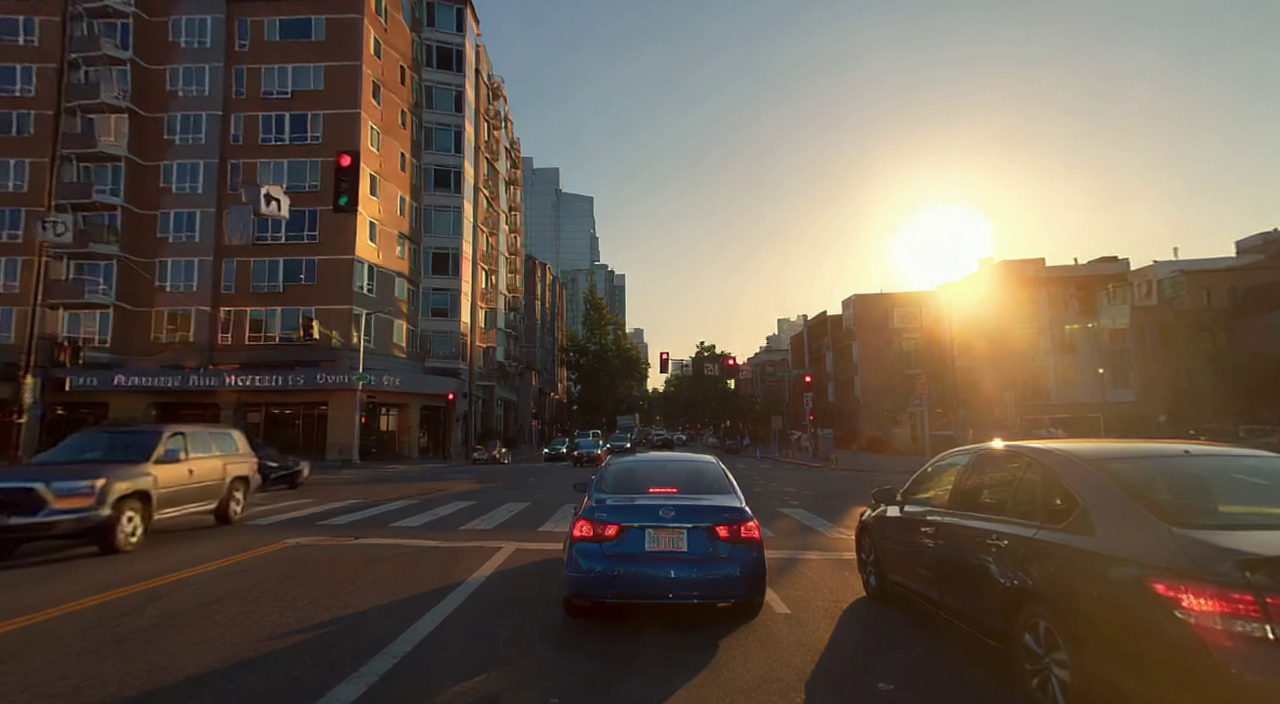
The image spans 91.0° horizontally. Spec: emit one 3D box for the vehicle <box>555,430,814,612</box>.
[{"bbox_3d":[0.282,1.693,7.283,2.132,1.464,4.089,0,-8,-3],"label":"vehicle"}]

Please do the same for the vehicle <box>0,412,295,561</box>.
[{"bbox_3d":[-8.529,2.156,11.076,2.338,1.889,5.998,1,-8,-9],"label":"vehicle"}]

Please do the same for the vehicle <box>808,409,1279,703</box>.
[{"bbox_3d":[2.811,1.289,4.570,1.961,1.498,4.356,0,-8,0],"label":"vehicle"}]

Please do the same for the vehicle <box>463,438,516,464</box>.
[{"bbox_3d":[-9.733,6.428,41.022,2.030,1.596,3.912,-1,-9,8],"label":"vehicle"}]
